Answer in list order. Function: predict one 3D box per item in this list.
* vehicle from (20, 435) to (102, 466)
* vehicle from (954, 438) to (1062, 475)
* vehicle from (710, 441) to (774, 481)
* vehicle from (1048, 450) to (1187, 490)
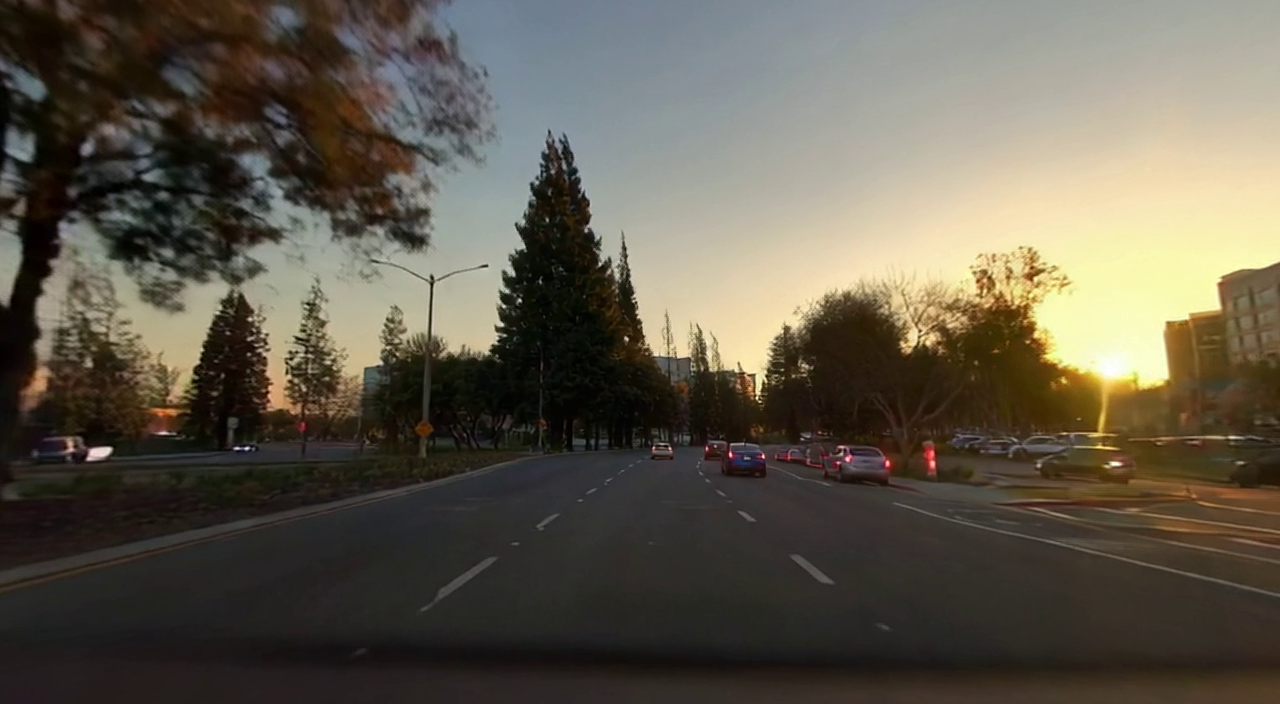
[{"bbox_3d":[-42.012,7.151,45.891,2.142,2.071,5.381,3,-9,-17],"label":"vehicle"},{"bbox_3d":[22.045,6.209,37.788,5.456,1.919,2.222,0,-8,-14],"label":"vehicle"},{"bbox_3d":[4.184,4.539,26.483,1.981,1.499,4.536,0,-9,1],"label":"vehicle"},{"bbox_3d":[19.449,4.778,25.905,1.696,1.398,4.190,3,-9,-21],"label":"vehicle"}]
